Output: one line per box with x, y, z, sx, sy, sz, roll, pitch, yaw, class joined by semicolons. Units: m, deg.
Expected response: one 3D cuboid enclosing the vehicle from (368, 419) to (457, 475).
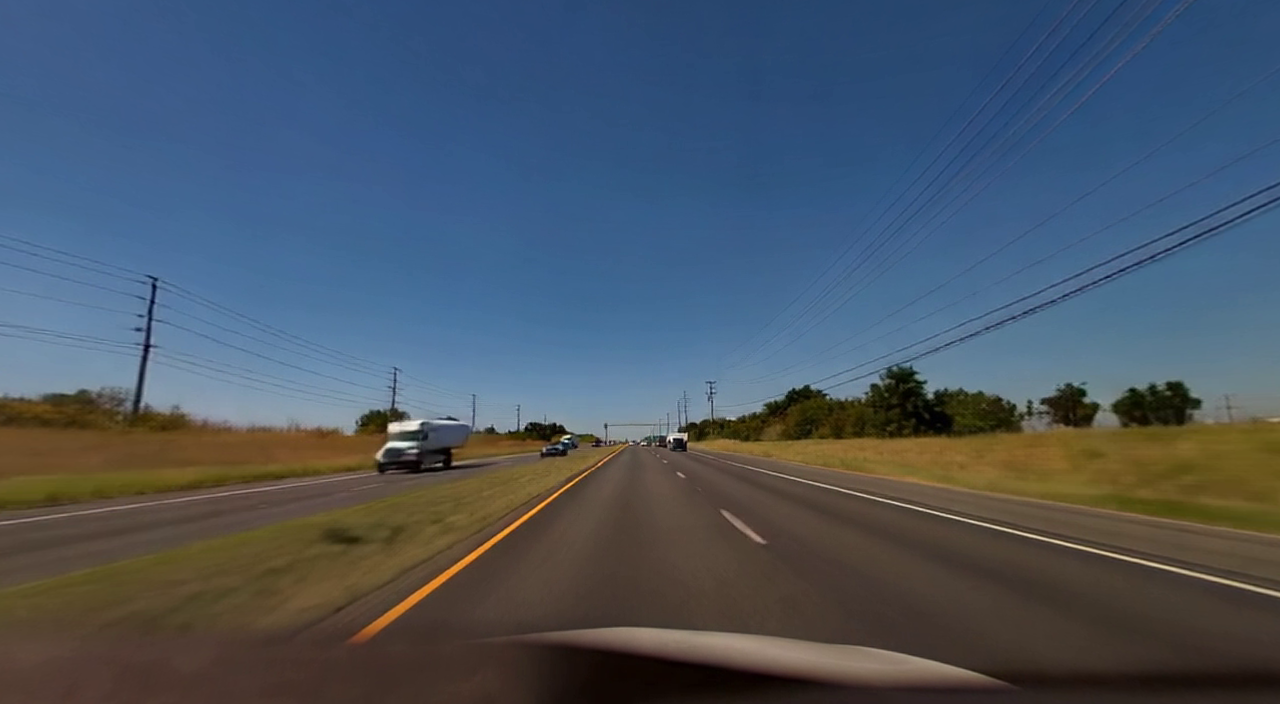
-11.798;5.002;33.355;2.274;2.665;6.594;-1;-8;0;vehicle
